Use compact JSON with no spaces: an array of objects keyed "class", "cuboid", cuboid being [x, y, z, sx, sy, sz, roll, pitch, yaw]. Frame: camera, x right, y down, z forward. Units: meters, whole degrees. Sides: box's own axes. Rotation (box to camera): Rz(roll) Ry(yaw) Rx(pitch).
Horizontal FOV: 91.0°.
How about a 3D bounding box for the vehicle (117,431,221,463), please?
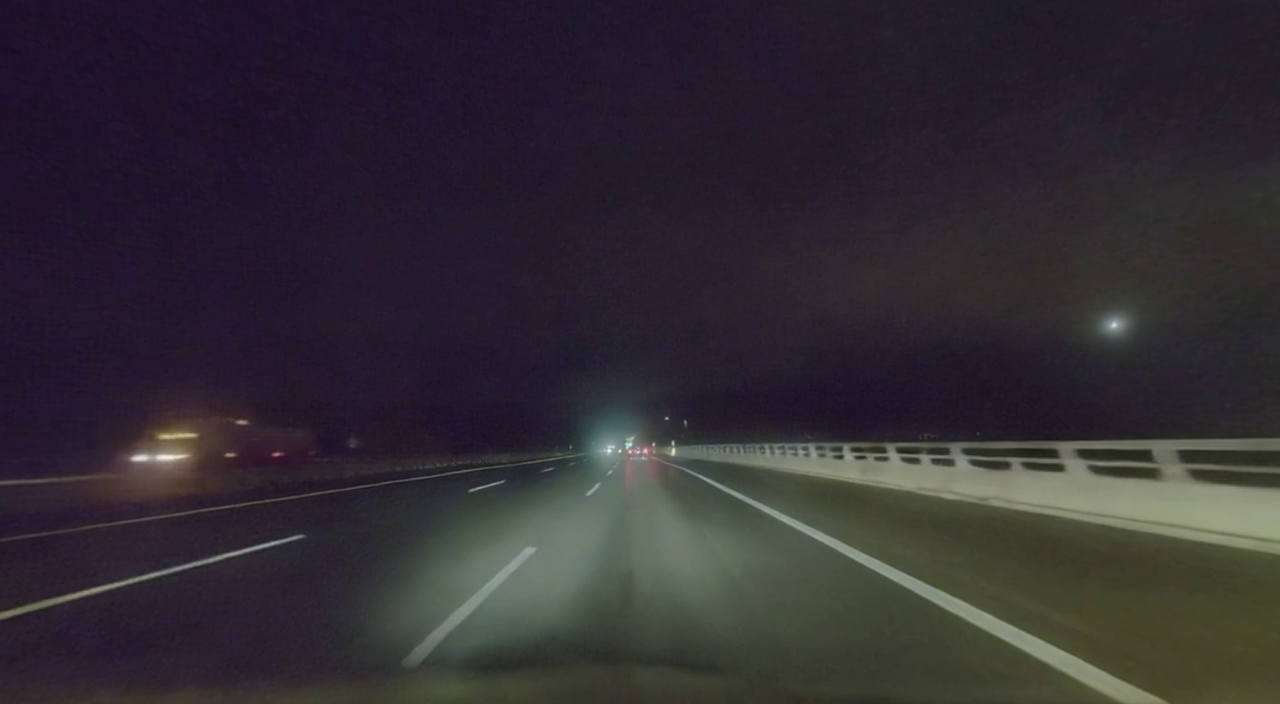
[{"class":"vehicle","cuboid":[-24.571,4.993,33.057,1.914,1.593,4.501,0,-9,0]}]
